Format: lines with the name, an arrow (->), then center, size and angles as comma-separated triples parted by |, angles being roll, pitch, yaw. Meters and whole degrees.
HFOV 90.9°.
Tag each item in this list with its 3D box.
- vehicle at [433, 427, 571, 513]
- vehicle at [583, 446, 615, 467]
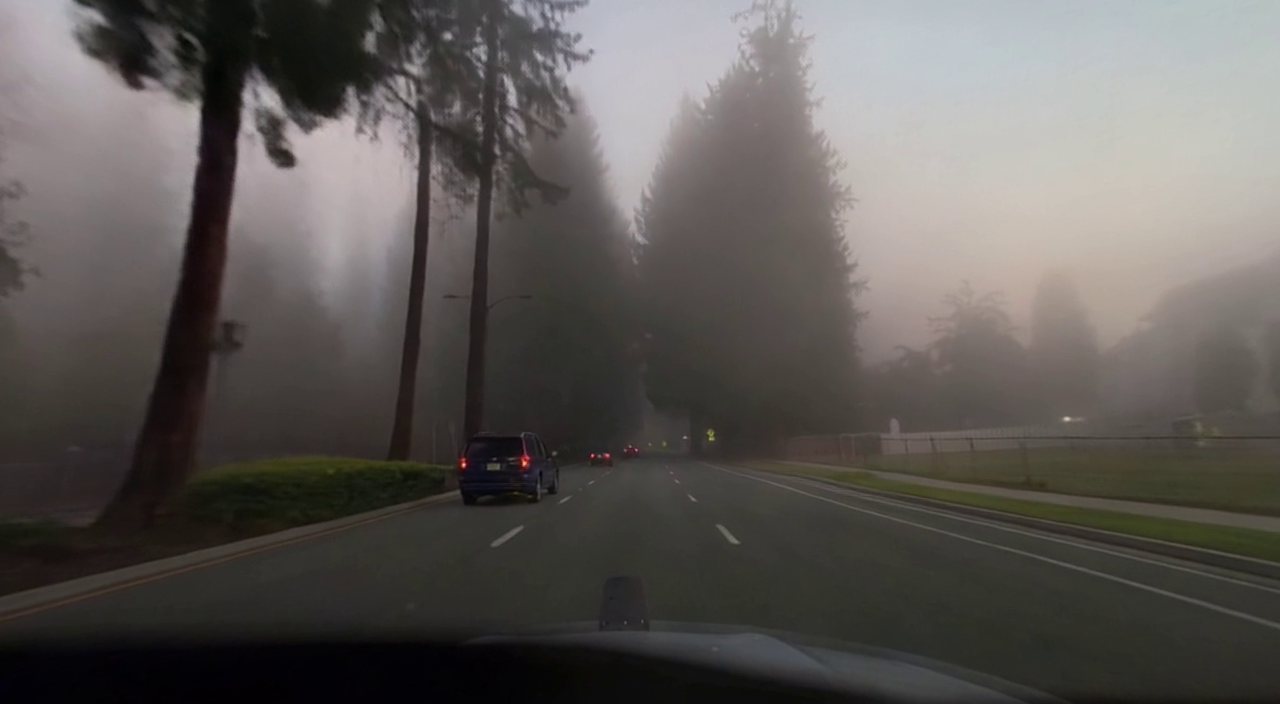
vehicle -> -2.972, 2.679, 14.759 | 2.058, 1.671, 4.704 | 0, -9, 1
vehicle -> -2.981, 7.714, 46.704 | 2.021, 1.466, 4.330 | 0, -9, 1
